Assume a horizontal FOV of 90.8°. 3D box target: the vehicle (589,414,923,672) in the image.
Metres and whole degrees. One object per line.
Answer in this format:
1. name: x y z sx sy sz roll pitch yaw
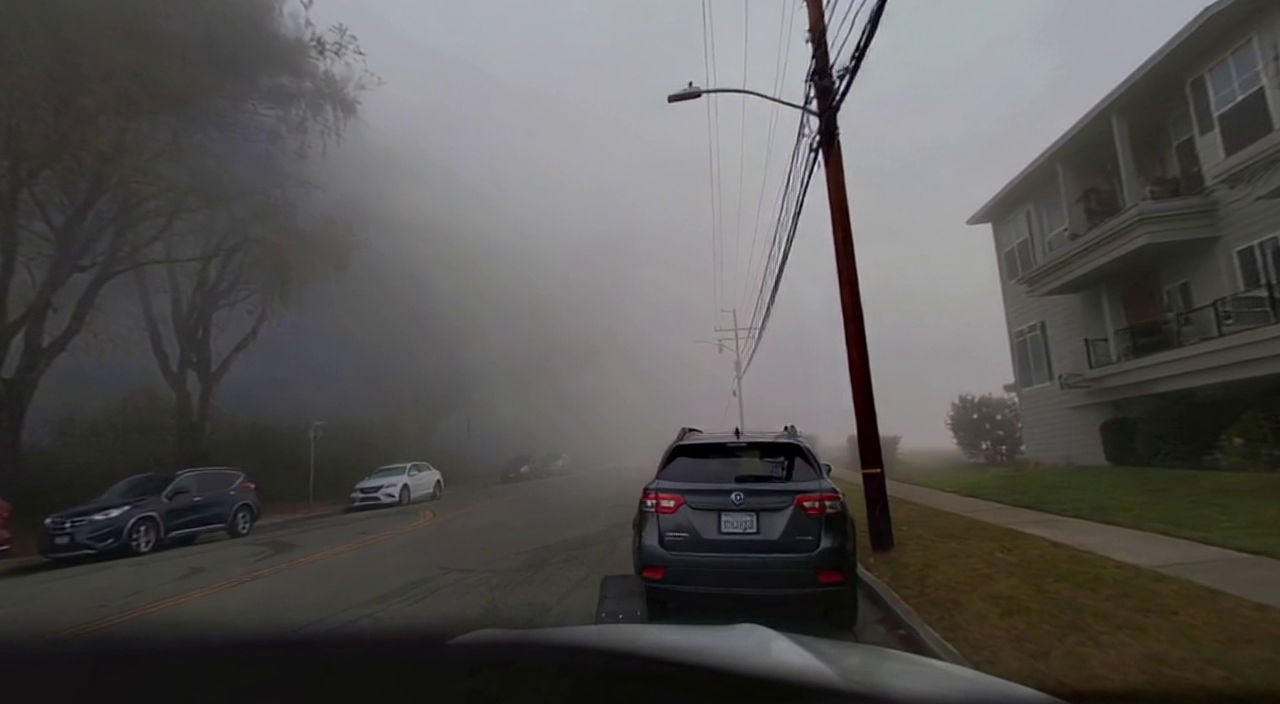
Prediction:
1. vehicle: 0.965 1.514 6.314 2.030 1.535 4.683 -1 -8 7

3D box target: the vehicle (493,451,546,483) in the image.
1. vehicle: -7.519 7.212 39.893 2.011 1.801 4.676 -1 -8 6

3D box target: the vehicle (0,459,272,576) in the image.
1. vehicle: -10.131 3.234 13.119 2.068 1.745 4.579 -8 -10 3

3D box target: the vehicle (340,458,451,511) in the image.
1. vehicle: -9.393 5.084 24.723 2.017 1.582 4.664 -8 -10 6
